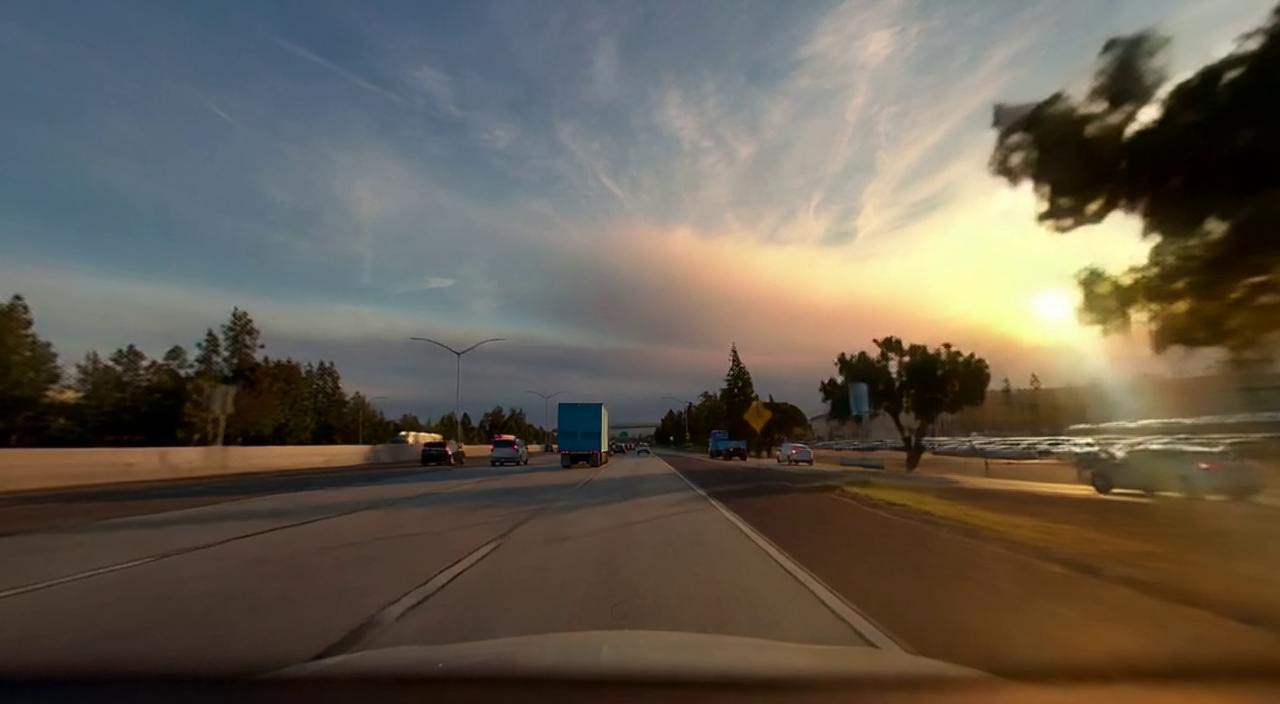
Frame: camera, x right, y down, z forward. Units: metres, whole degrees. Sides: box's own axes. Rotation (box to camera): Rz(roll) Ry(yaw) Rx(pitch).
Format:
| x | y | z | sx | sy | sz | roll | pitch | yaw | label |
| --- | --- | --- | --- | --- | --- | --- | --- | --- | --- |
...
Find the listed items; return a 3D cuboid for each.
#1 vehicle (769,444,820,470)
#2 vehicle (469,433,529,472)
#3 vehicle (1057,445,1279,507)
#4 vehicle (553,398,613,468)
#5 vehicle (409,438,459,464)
| x | y | z | sx | sy | sz | roll | pitch | yaw | label |
| --- | --- | --- | --- | --- | --- | --- | --- | --- | --- |
| 10.662 | 7.272 | 43.974 | 2.083 | 1.706 | 4.129 | 1 | -8 | -7 | vehicle |
| -7.199 | 5.191 | 32.718 | 2.058 | 1.840 | 4.443 | 0 | -8 | 1 | vehicle |
| 14.767 | 3.416 | 17.997 | 2.022 | 1.505 | 4.786 | 1 | -8 | -8 | vehicle |
| -3.604 | 5.656 | 43.243 | 2.905 | 4.037 | 12.921 | 0 | -8 | 0 | vehicle |
| -14.430 | 6.955 | 44.437 | 1.997 | 1.695 | 4.492 | 0 | -8 | 1 | vehicle |
